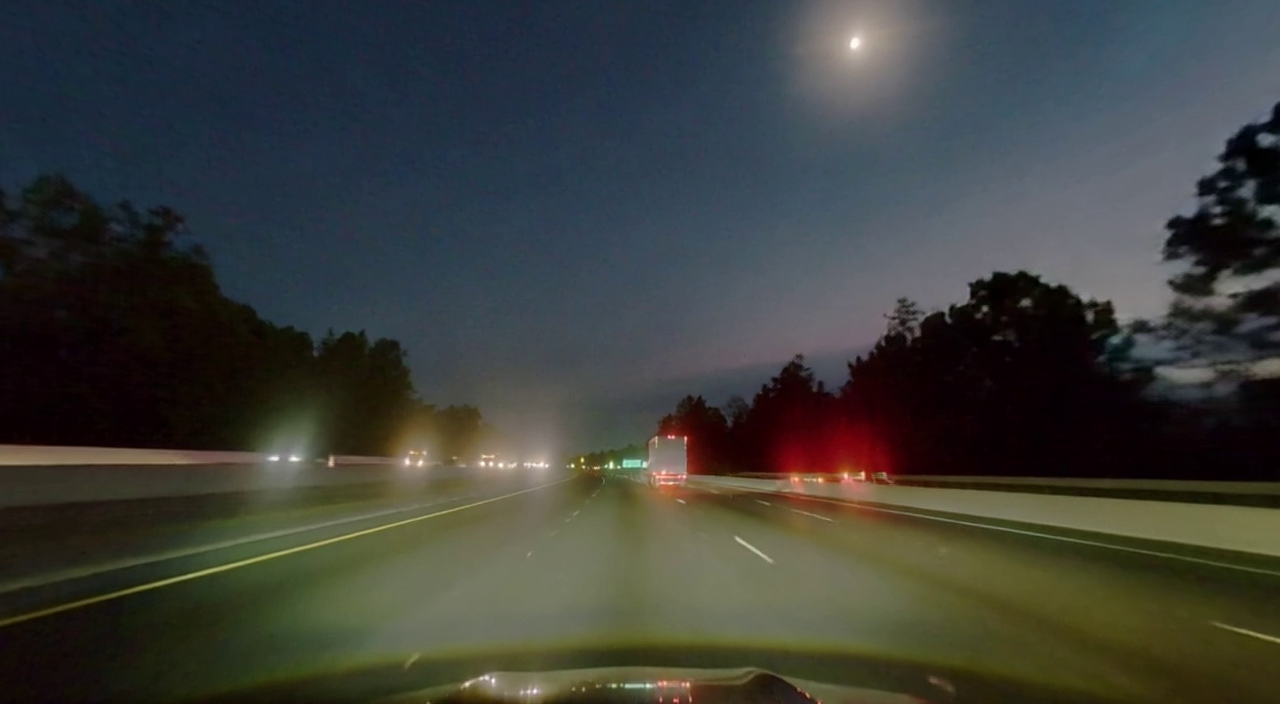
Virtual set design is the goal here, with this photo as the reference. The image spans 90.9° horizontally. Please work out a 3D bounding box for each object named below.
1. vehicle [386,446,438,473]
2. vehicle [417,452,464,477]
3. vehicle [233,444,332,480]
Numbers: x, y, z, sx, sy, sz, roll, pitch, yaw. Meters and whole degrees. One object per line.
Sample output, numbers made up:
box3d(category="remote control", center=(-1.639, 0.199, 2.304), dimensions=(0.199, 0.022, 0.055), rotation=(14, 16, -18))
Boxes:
box3d(category="vehicle", center=(-16.966, 8.107, 47.127), dimensions=(2.106, 1.843, 4.997), rotation=(1, -11, -1))
box3d(category="vehicle", center=(-12.224, 6.947, 38.786), dimensions=(1.732, 1.414, 3.600), rotation=(1, -11, -1))
box3d(category="vehicle", center=(-16.150, 5.049, 28.780), dimensions=(1.914, 1.484, 4.634), rotation=(1, -11, -2))
